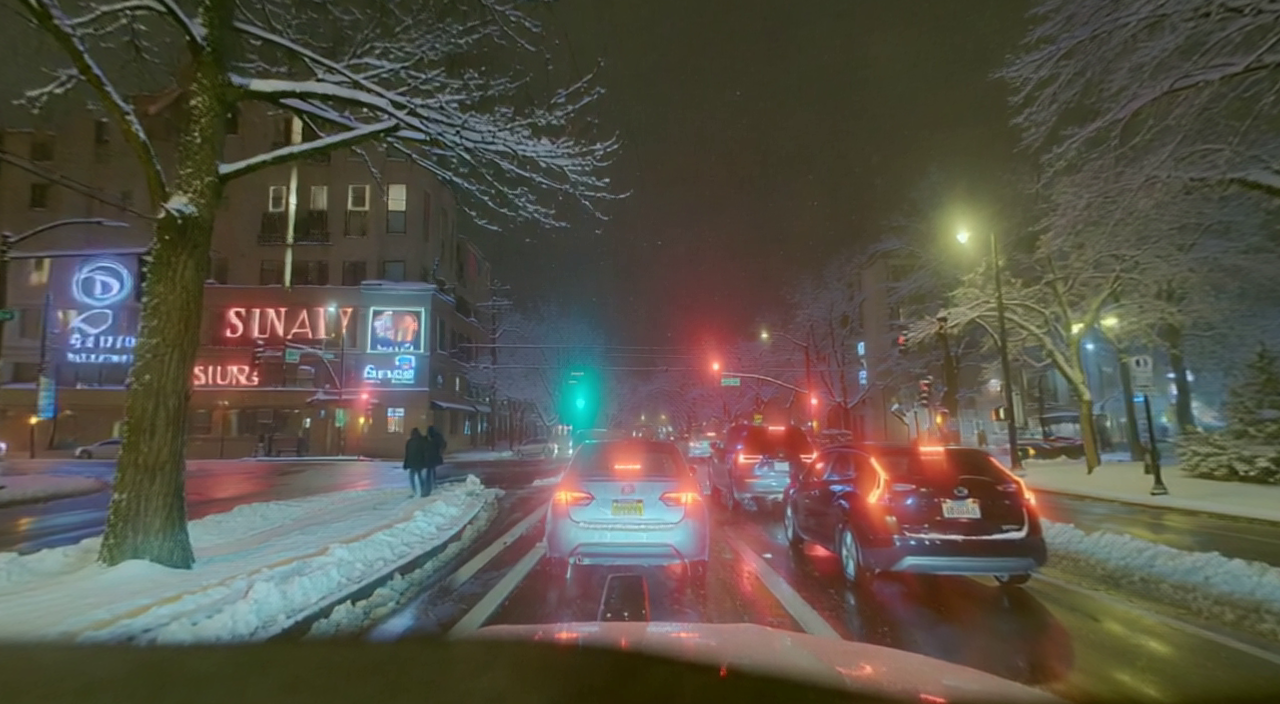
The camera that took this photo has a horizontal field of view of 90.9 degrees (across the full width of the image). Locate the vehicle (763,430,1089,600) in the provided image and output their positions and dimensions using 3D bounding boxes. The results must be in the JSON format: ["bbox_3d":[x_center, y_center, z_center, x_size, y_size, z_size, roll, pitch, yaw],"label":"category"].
[{"bbox_3d":[2.908,1.733,7.663,1.893,1.446,4.270,0,-8,-1],"label":"vehicle"}]

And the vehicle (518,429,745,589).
[{"bbox_3d":[-0.100,1.757,7.950,2.087,1.456,4.143,0,-8,-1],"label":"vehicle"}]

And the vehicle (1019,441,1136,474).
[{"bbox_3d":[23.085,5.557,33.413,4.610,1.622,1.934,-1,-8,4],"label":"vehicle"}]
